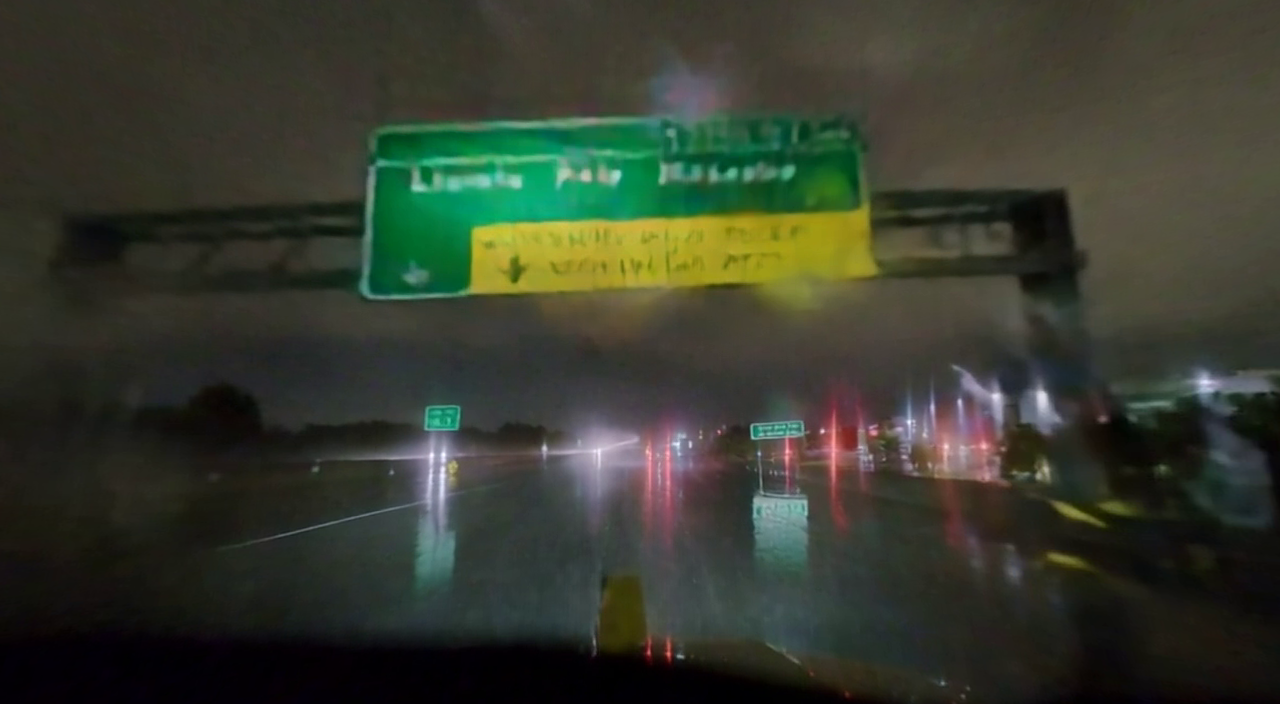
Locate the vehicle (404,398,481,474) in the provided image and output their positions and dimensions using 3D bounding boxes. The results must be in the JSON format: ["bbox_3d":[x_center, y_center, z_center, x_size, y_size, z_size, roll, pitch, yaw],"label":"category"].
[{"bbox_3d":[-10.814,4.688,34.872,2.818,3.939,3.780,0,-9,1],"label":"vehicle"}]
